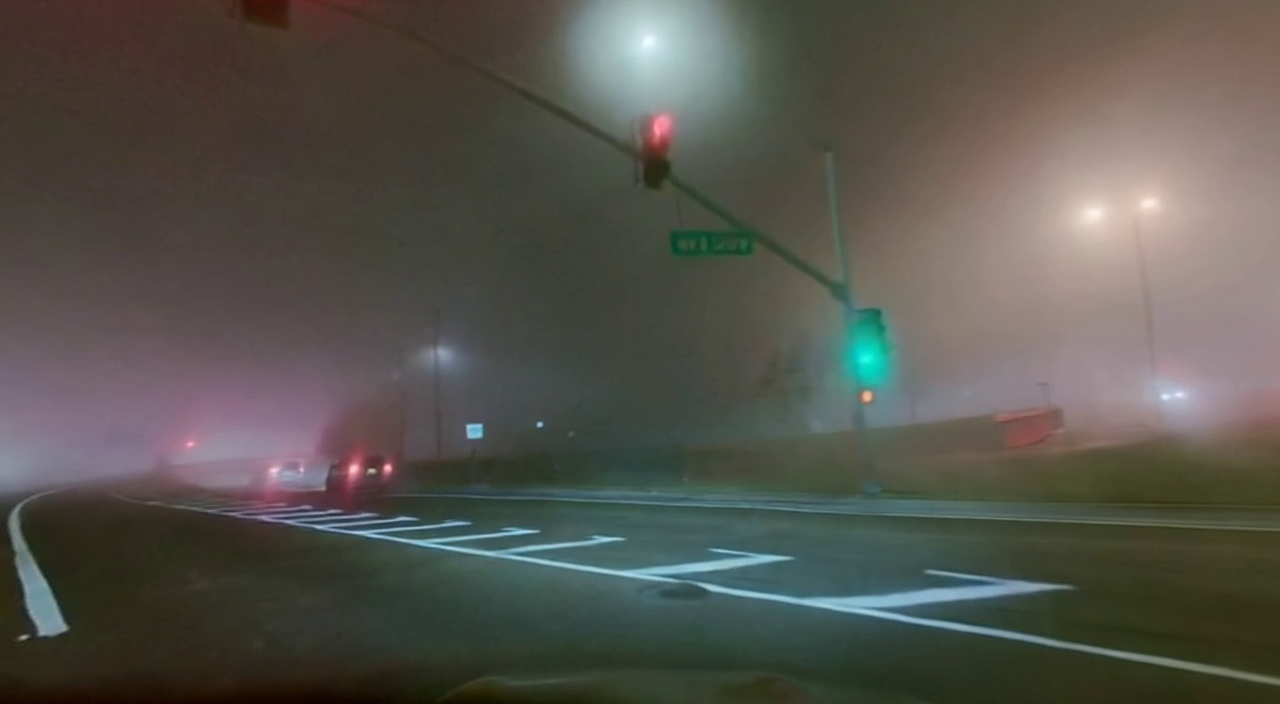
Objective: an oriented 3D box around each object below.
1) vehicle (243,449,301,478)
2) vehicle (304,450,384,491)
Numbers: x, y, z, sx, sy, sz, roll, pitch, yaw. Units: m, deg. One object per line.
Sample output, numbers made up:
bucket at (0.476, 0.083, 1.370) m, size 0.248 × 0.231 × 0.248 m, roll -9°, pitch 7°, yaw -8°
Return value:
vehicle at (-22.411, 6.745, 38.424) m, size 3.852 × 1.605 × 2.007 m, roll -8°, pitch -11°, yaw 44°
vehicle at (-12.528, 4.935, 26.635) m, size 2.048 × 1.516 × 3.874 m, roll 6°, pitch -11°, yaw -39°
